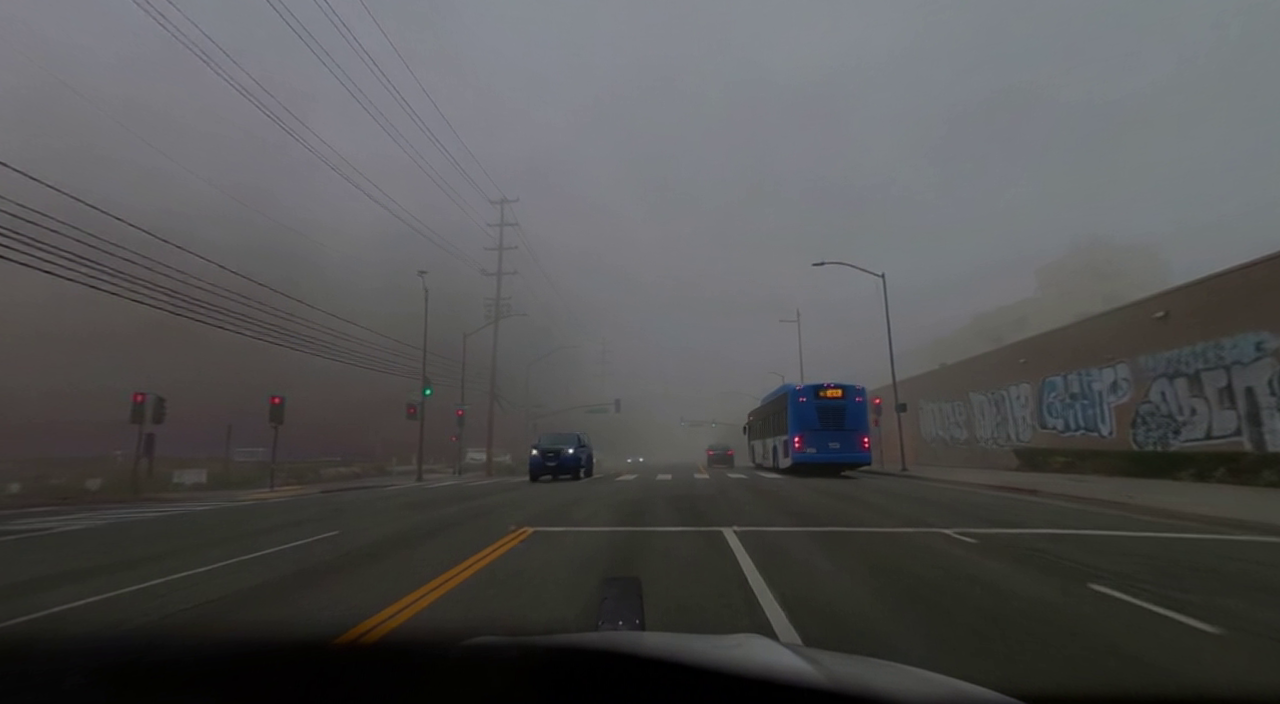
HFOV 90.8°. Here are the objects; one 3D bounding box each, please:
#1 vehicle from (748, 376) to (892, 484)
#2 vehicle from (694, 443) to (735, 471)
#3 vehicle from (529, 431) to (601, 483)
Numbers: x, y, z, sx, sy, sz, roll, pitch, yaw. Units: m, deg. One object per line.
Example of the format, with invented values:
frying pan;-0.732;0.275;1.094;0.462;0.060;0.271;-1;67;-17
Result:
vehicle;6.823;3.414;26.592;3.045;3.447;12.604;-1;-8;3
vehicle;4.168;5.899;35.816;1.961;1.470;4.196;0;-8;2
vehicle;-2.787;4.025;24.475;2.015;1.818;4.061;-1;-8;4
